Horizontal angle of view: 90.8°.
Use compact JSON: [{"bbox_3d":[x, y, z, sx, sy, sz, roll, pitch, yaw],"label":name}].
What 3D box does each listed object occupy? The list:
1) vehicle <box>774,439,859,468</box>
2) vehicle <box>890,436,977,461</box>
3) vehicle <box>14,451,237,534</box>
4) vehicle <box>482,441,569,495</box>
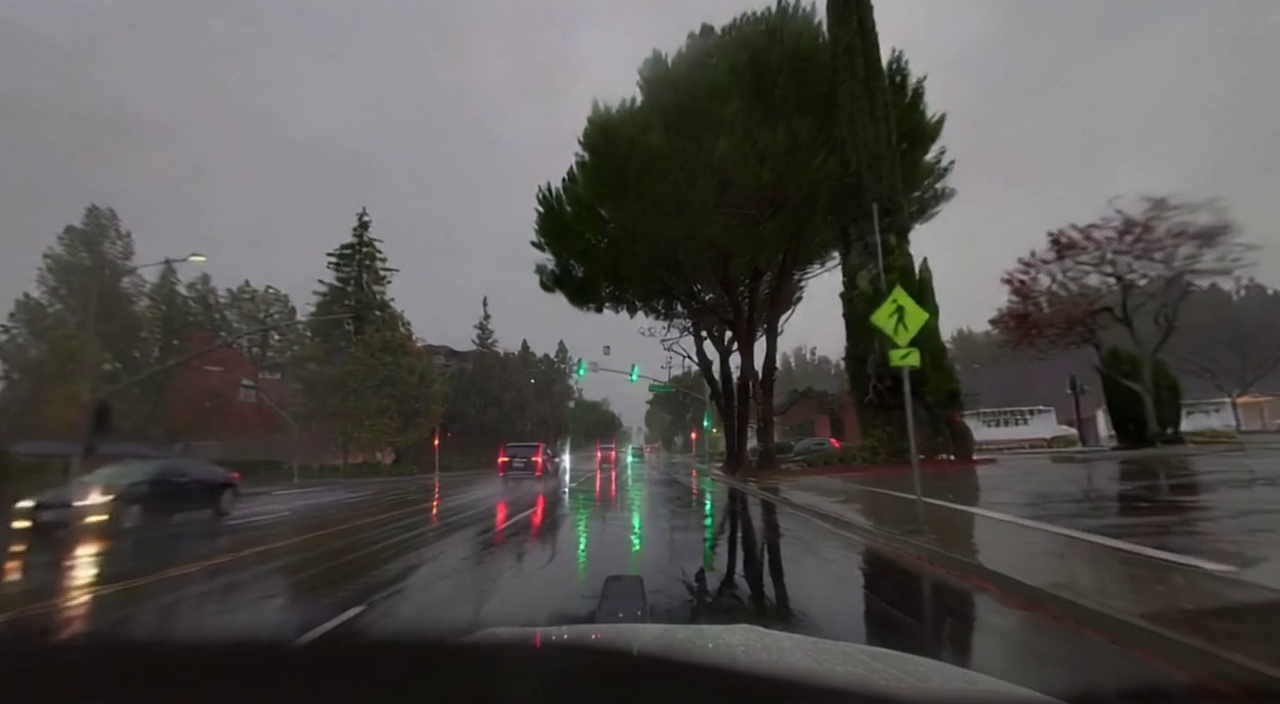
[{"bbox_3d":[11.114,6.445,40.102,4.817,1.789,2.010,-1,-10,6],"label":"vehicle"},{"bbox_3d":[19.777,6.536,42.734,4.954,1.458,1.951,1,-10,2],"label":"vehicle"},{"bbox_3d":[-13.937,3.763,17.672,2.140,1.824,4.913,-3,-9,0],"label":"vehicle"},{"bbox_3d":[-3.958,4.085,22.689,2.169,1.706,4.638,0,-9,1],"label":"vehicle"}]
